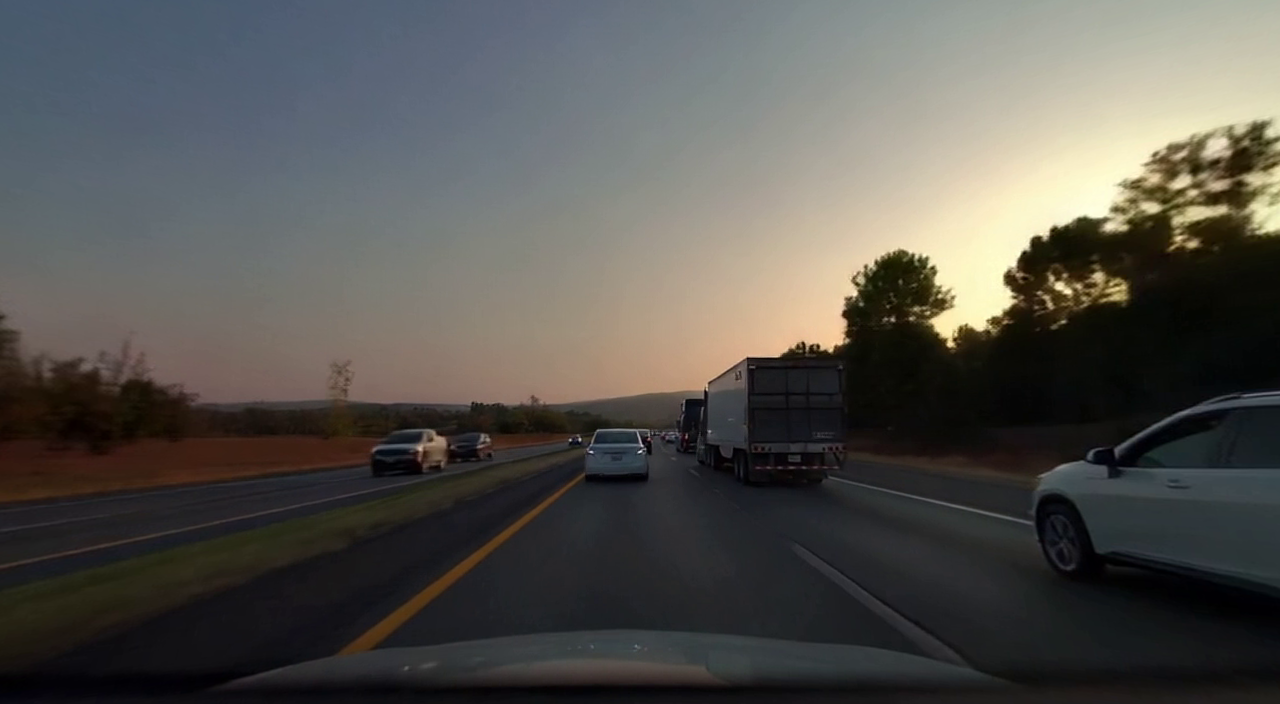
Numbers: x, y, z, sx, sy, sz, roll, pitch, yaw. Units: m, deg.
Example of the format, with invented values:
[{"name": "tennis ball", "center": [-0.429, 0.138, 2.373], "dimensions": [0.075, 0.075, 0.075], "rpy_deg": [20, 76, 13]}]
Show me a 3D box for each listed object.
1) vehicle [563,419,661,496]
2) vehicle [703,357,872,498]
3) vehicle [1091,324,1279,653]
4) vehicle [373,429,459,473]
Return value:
[{"name": "vehicle", "center": [-0.610, 2.512, 15.478], "dimensions": [2.082, 1.638, 4.055], "rpy_deg": [0, -7, 0]}, {"name": "vehicle", "center": [3.593, 2.174, 17.868], "dimensions": [2.723, 3.027, 8.478], "rpy_deg": [0, -8, 0]}, {"name": "vehicle", "center": [4.748, 0.728, 3.162], "dimensions": [2.011, 1.905, 3.905], "rpy_deg": [0, -8, 0]}, {"name": "vehicle", "center": [-9.381, 4.150, 26.793], "dimensions": [2.012, 1.703, 4.298], "rpy_deg": [0, -8, 1]}]
